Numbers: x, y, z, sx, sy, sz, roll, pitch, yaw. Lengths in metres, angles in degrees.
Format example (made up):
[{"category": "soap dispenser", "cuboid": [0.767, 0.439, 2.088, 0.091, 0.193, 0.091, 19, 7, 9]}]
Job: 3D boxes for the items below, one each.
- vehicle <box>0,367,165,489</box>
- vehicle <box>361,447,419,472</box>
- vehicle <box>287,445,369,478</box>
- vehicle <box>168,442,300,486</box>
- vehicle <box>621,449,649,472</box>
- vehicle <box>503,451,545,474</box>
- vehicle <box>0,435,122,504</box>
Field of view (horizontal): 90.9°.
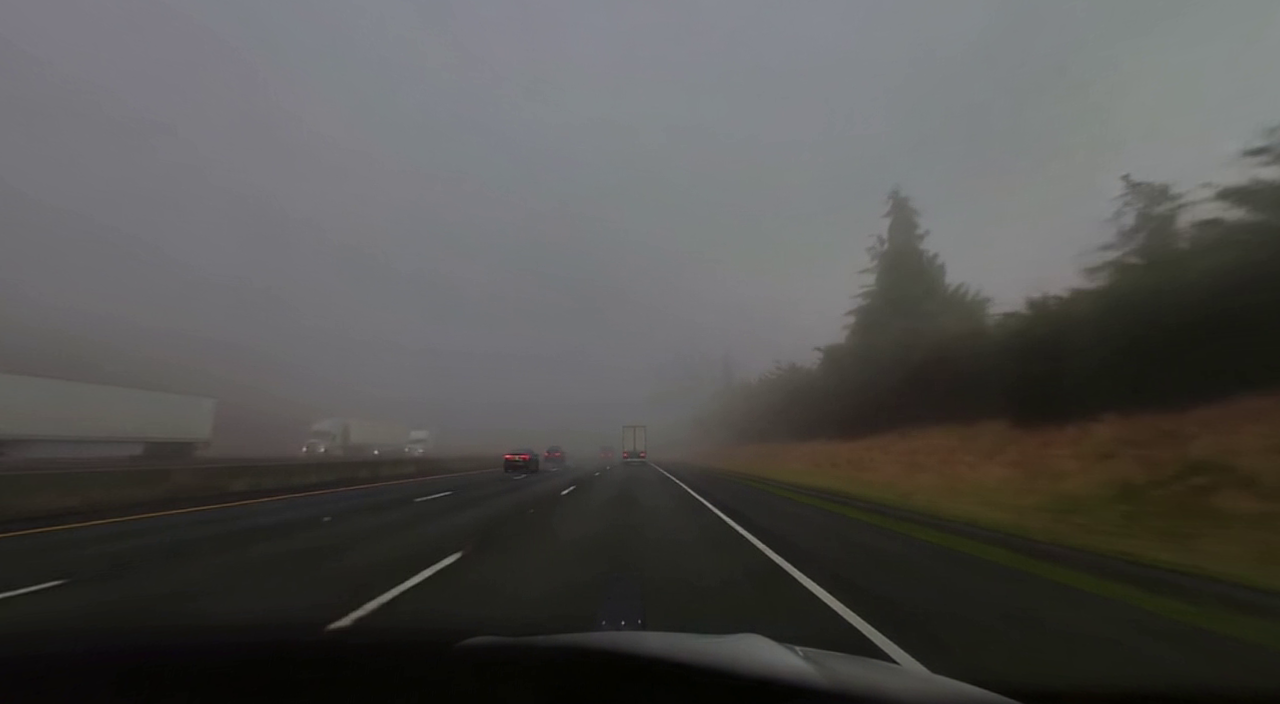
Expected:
[{"category": "vehicle", "cuboid": [-19.480, 2.447, 19.708, 2.935, 3.383, 7.992, 0, -9, 0]}, {"category": "vehicle", "cuboid": [-15.027, 6.473, 38.053, 1.837, 1.427, 4.020, 0, -9, 0]}, {"category": "vehicle", "cuboid": [-14.856, 5.230, 30.264, 1.851, 1.438, 4.071, 0, -9, -1]}, {"category": "vehicle", "cuboid": [-15.012, 4.160, 23.673, 1.918, 1.466, 4.632, 0, -9, -1]}, {"category": "vehicle", "cuboid": [-0.400, 8.222, 48.072, 2.009, 1.657, 3.962, 0, -9, -1]}, {"category": "vehicle", "cuboid": [-7.594, 7.257, 41.606, 1.895, 1.446, 4.456, 0, -9, 0]}, {"category": "vehicle", "cuboid": [-14.760, 2.660, 14.411, 2.121, 1.452, 4.356, 0, -9, 0]}]
